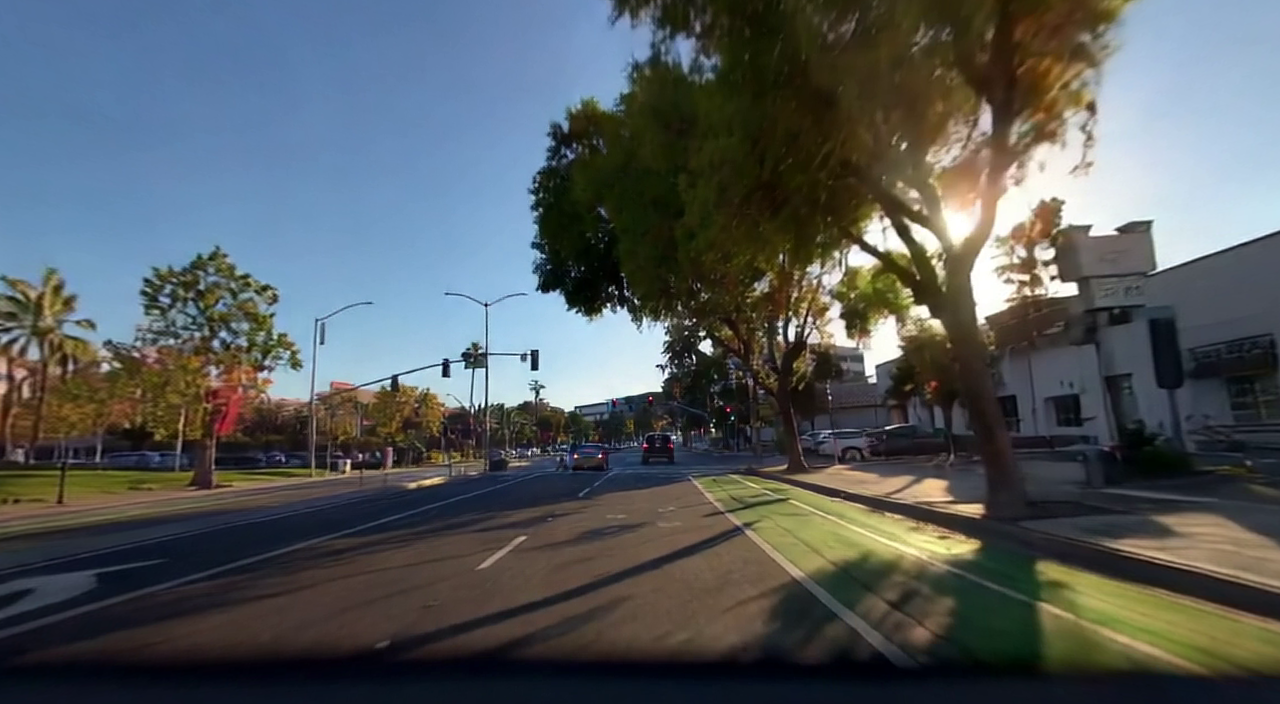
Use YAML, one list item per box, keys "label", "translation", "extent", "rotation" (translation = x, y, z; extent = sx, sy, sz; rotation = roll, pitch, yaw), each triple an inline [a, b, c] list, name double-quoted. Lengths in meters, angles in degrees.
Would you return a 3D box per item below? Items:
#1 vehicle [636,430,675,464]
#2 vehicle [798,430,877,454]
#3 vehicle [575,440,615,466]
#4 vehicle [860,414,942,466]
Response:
- label: "vehicle"
  translation: [0.924, 5.739, 38.166]
  extent: [2.206, 1.922, 4.262]
  rotation: [0, -8, 1]
- label: "vehicle"
  translation: [13.458, 6.151, 43.264]
  extent: [4.685, 1.554, 2.019]
  rotation: [-1, -8, 2]
- label: "vehicle"
  translation: [-2.588, 5.964, 37.467]
  extent: [1.969, 1.481, 3.868]
  rotation: [-1, -8, 2]
- label: "vehicle"
  translation: [11.928, 4.100, 29.296]
  extent: [1.996, 2.172, 5.298]
  rotation: [-1, -8, 6]
